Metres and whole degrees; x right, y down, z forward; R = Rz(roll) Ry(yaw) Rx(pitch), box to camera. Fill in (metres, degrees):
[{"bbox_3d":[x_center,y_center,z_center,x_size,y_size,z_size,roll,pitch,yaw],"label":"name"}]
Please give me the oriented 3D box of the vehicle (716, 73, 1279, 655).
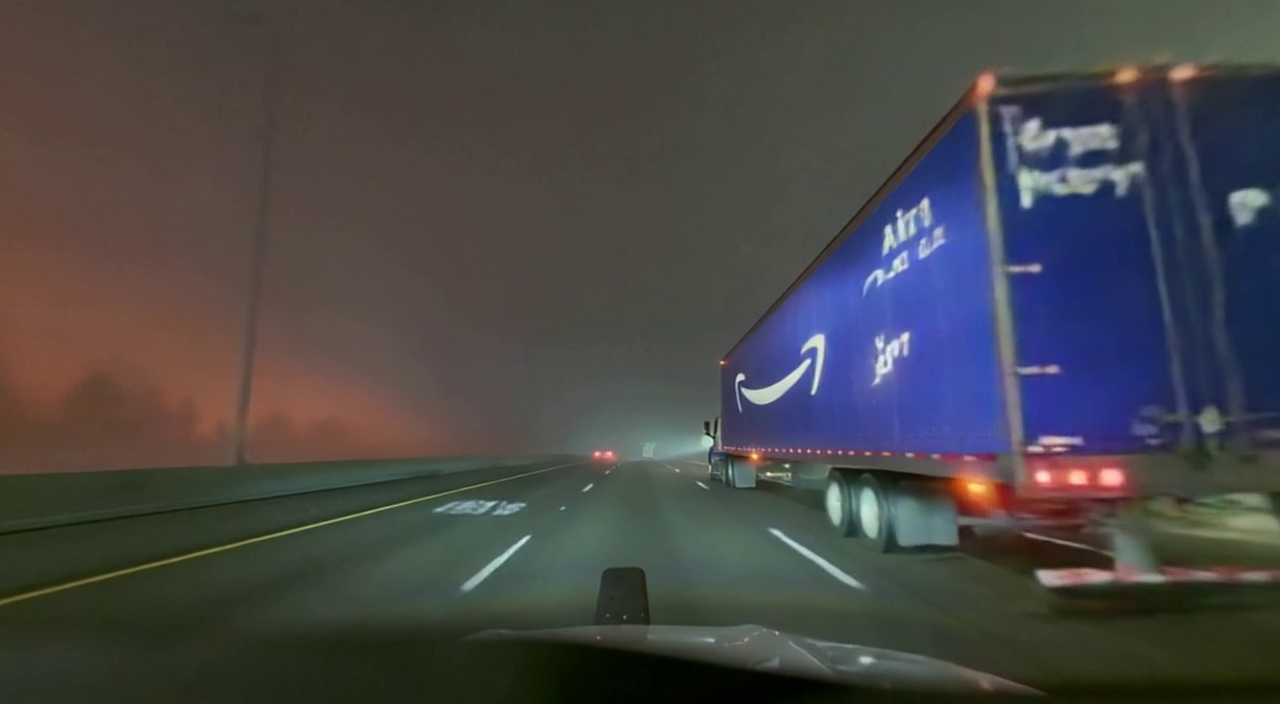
[{"bbox_3d":[4.136,1.211,12.809,2.928,4.021,17.190,0,-8,0],"label":"vehicle"}]
